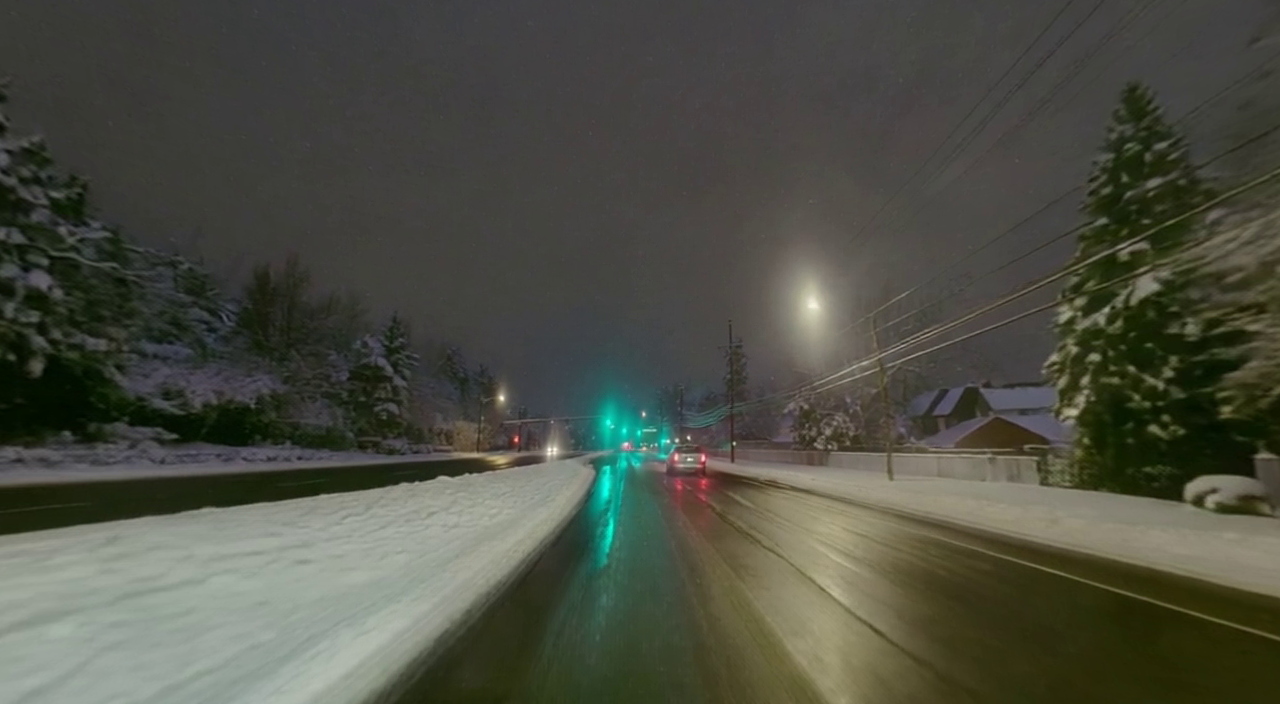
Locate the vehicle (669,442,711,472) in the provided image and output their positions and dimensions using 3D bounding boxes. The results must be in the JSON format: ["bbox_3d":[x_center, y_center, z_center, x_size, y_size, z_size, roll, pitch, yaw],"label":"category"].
[{"bbox_3d":[3.117,6.697,40.457,2.240,1.781,4.433,0,-8,-1],"label":"vehicle"}]
